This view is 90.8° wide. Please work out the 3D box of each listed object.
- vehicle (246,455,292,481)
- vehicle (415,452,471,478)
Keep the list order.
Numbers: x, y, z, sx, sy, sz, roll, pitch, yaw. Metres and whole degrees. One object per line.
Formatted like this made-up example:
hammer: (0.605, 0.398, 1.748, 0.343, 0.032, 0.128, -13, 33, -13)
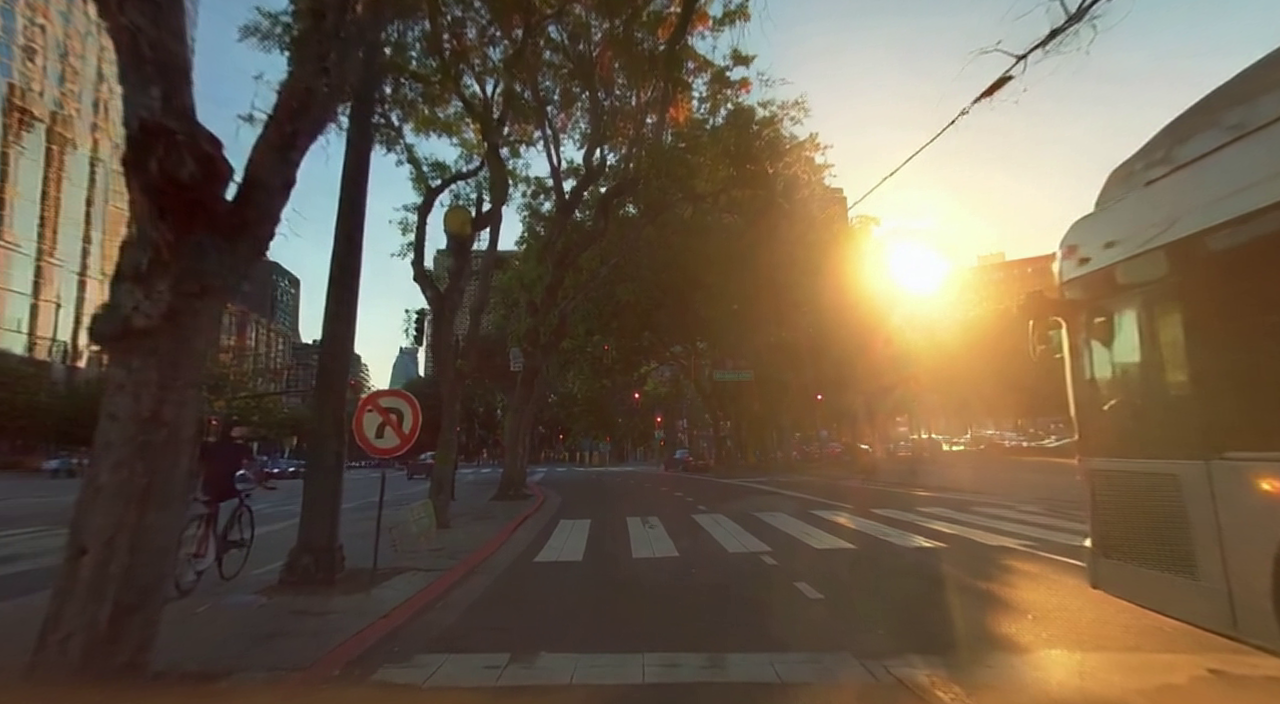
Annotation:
vehicle: (-28.635, 8.869, 48.652, 2.199, 1.838, 4.222, 7, -11, -40)
vehicle: (-12.566, 7.118, 40.118, 2.123, 1.544, 4.158, 6, -11, -36)
